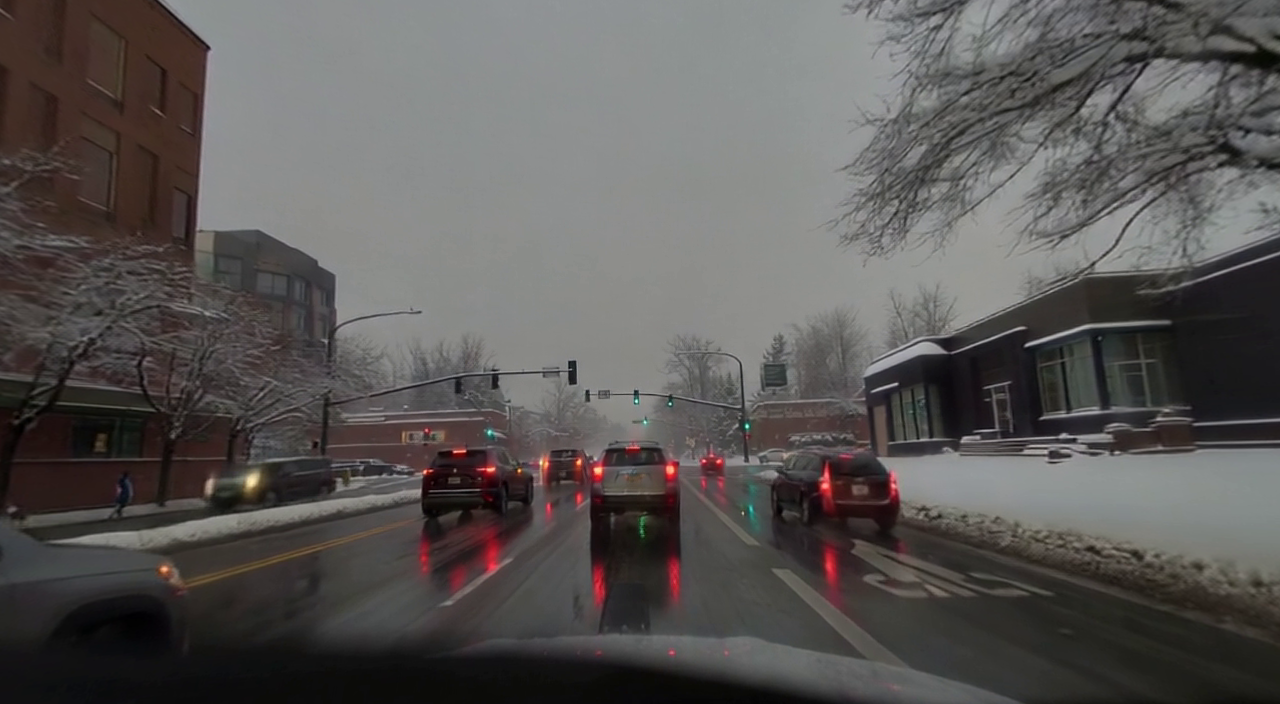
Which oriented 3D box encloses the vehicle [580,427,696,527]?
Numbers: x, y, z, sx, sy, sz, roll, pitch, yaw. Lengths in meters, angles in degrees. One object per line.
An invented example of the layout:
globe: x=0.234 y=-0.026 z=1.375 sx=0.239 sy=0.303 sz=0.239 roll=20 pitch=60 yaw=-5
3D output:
vehicle: x=-0.013 y=2.553 z=13.360 sx=2.075 sy=1.770 sz=4.018 roll=0 pitch=-9 yaw=1

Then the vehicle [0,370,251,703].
vehicle: x=-3.342 y=0.751 z=1.425 sx=1.975 sy=1.624 sz=4.481 roll=0 pitch=-9 yaw=1

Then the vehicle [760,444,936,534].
vehicle: x=3.885 y=2.623 z=12.769 sx=1.986 sy=1.457 sz=4.566 roll=0 pitch=-9 yaw=-1

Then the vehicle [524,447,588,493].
vehicle: x=-3.234 y=4.591 z=24.957 sx=1.894 sy=1.642 sz=3.861 roll=0 pitch=-9 yaw=1

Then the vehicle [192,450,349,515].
vehicle: x=-11.312 y=3.986 z=19.799 sx=2.103 sy=1.755 sz=4.551 roll=0 pitch=-9 yaw=1

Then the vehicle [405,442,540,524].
vehicle: x=-3.699 y=2.945 z=14.762 sx=1.886 sy=1.599 sz=4.247 roll=0 pitch=-9 yaw=1

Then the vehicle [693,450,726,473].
vehicle: x=4.966 y=7.704 z=44.640 sx=1.878 sy=1.526 sz=4.736 roll=-2 pitch=-9 yaw=12
